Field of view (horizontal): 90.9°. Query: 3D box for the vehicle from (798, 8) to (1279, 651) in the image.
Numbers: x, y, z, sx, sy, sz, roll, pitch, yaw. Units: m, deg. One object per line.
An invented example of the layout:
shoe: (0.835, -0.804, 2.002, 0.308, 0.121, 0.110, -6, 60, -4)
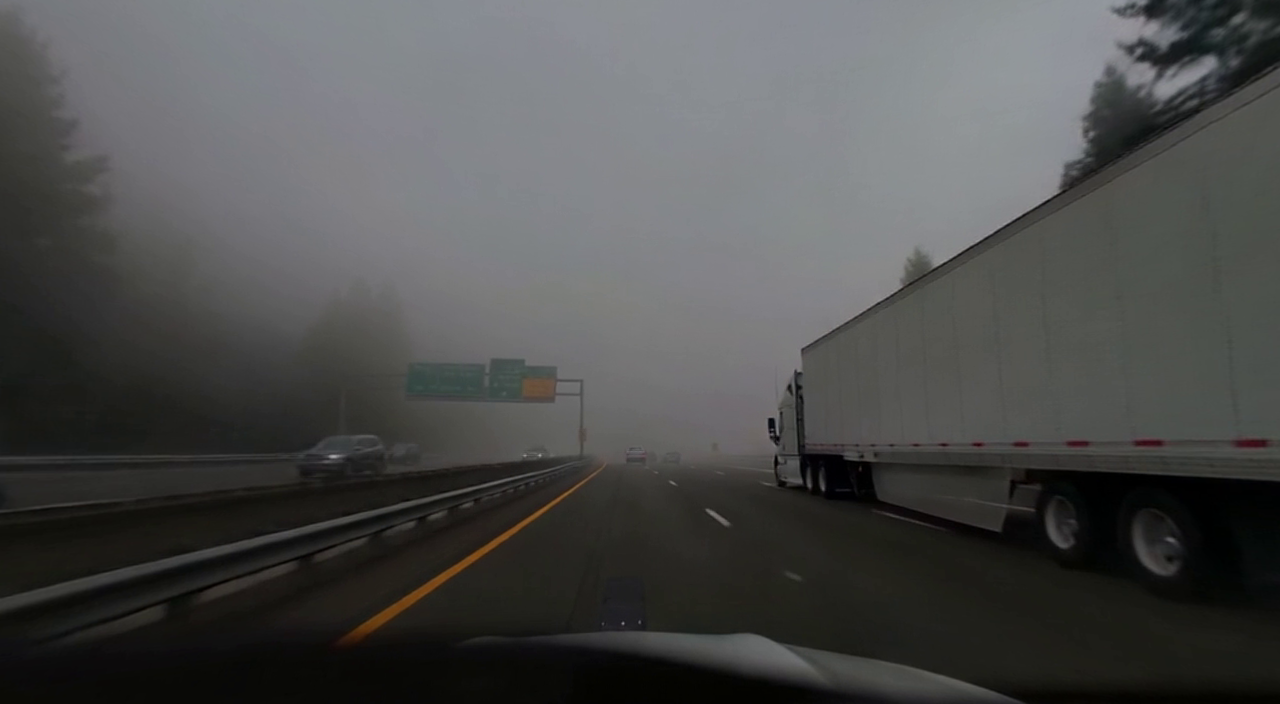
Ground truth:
vehicle: (5.635, 0.812, 10.093, 2.890, 4.006, 14.039, -1, -9, 1)

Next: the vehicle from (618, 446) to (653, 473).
vehicle: (-0.270, 6.675, 39.213, 2.111, 1.599, 3.859, 0, -9, 0)

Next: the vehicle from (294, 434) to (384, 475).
vehicle: (-12.147, 4.151, 25.703, 1.778, 1.524, 3.800, 0, -9, 0)
